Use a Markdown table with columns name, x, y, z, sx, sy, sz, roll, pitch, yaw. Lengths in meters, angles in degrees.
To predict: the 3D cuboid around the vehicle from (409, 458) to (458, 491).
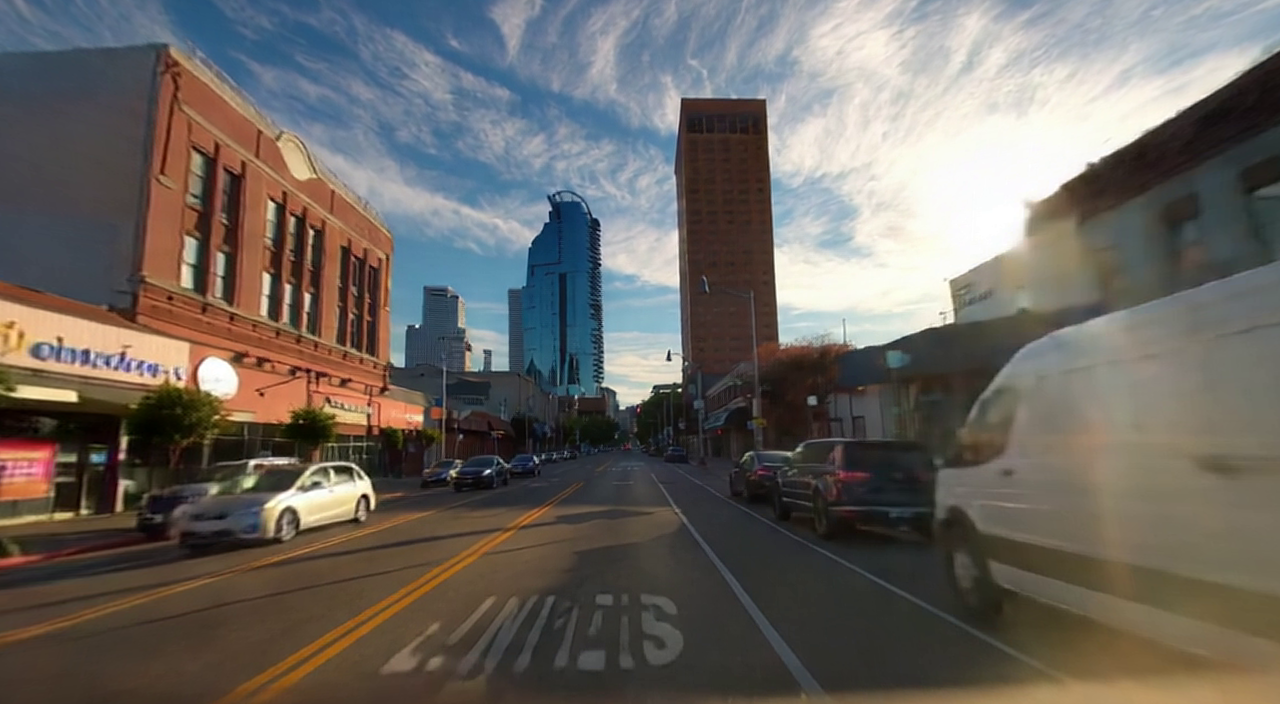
| name | x | y | z | sx | sy | sz | roll | pitch | yaw |
| --- | --- | --- | --- | --- | --- | --- | --- | --- | --- |
| vehicle | -11.456 | 6.792 | 35.206 | 1.586 | 1.397 | 3.473 | -3 | -6 | 0 |

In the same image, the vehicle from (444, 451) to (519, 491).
| name | x | y | z | sx | sy | sz | roll | pitch | yaw |
| --- | --- | --- | --- | --- | --- | --- | --- | --- | --- |
| vehicle | -6.658 | 5.034 | 27.092 | 1.993 | 1.484 | 4.812 | 0 | -9 | 0 |

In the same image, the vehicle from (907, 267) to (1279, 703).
| name | x | y | z | sx | sy | sz | roll | pitch | yaw |
| --- | --- | --- | --- | --- | --- | --- | --- | --- | --- |
| vehicle | 3.796 | 0.826 | 3.261 | 2.215 | 2.177 | 5.608 | 0 | -9 | -2 |

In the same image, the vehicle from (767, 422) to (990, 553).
| name | x | y | z | sx | sy | sz | roll | pitch | yaw |
| --- | --- | --- | --- | --- | --- | --- | --- | --- | --- |
| vehicle | 3.741 | 2.210 | 11.082 | 1.881 | 1.751 | 4.859 | 0 | -9 | -1 |

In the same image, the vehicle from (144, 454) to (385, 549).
| name | x | y | z | sx | sy | sz | roll | pitch | yaw |
| --- | --- | --- | --- | --- | --- | --- | --- | --- | --- |
| vehicle | -7.218 | 2.878 | 12.893 | 2.009 | 1.488 | 4.650 | -1 | -9 | 1 |

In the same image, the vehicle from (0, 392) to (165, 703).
| name | x | y | z | sx | sy | sz | roll | pitch | yaw |
| --- | --- | --- | --- | --- | --- | --- | --- | --- | --- |
| vehicle | -3.242 | 0.727 | 0.778 | 2.024 | 1.579 | 4.300 | 0 | -9 | -2 |
